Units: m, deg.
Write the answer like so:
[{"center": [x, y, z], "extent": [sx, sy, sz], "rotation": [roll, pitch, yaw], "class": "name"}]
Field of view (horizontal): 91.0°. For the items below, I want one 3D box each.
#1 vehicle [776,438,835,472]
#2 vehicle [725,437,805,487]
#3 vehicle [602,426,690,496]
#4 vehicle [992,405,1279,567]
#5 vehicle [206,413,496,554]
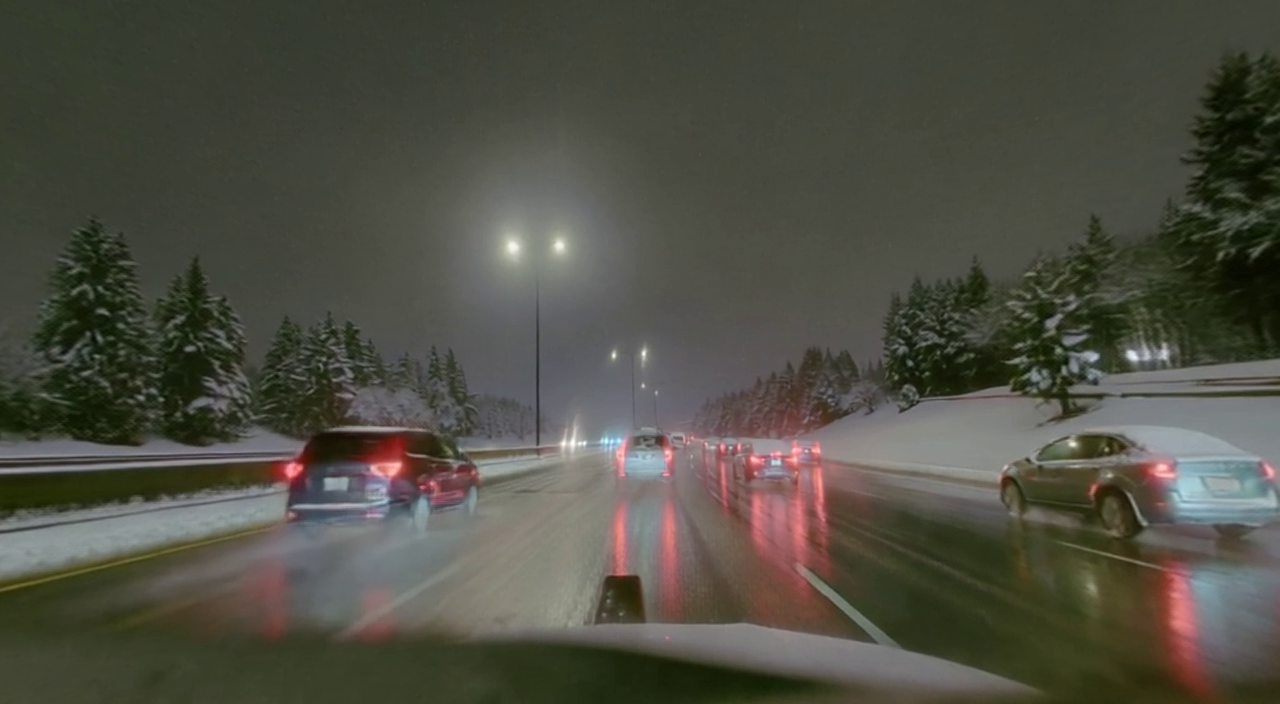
[{"center": [8.264, 5.177, 31.866], "extent": [1.956, 1.588, 4.305], "rotation": [0, -9, 3], "class": "vehicle"}, {"center": [4.192, 3.766, 21.789], "extent": [1.999, 1.514, 4.338], "rotation": [0, -9, 2], "class": "vehicle"}, {"center": [0.216, 3.023, 17.750], "extent": [2.181, 1.728, 3.970], "rotation": [0, -9, 2], "class": "vehicle"}, {"center": [7.394, 1.755, 8.945], "extent": [2.028, 1.657, 4.823], "rotation": [0, -9, 1], "class": "vehicle"}, {"center": [-3.942, 1.900, 9.797], "extent": [2.128, 1.627, 4.697], "rotation": [0, -9, 2], "class": "vehicle"}]
